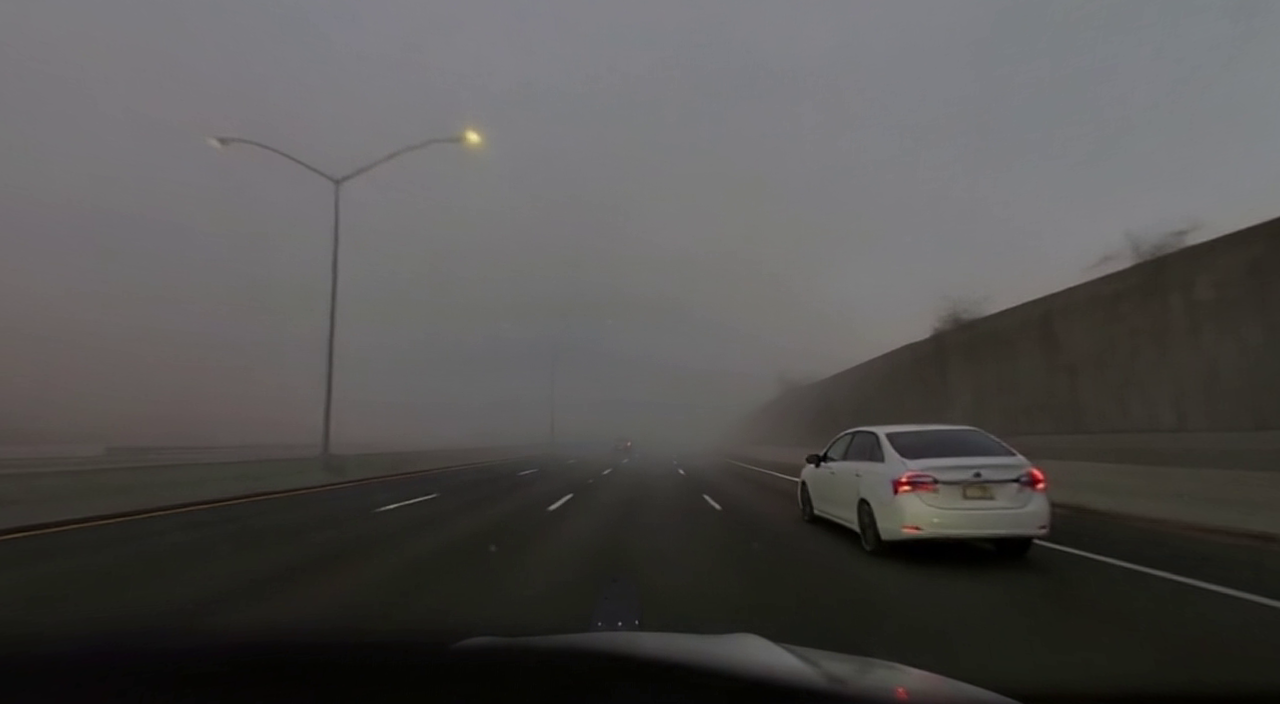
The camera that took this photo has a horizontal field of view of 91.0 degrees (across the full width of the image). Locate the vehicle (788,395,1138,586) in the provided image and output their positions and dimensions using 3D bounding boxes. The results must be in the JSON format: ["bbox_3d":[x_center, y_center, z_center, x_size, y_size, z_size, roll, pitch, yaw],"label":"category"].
[{"bbox_3d":[3.451,1.566,7.919,2.090,1.715,4.228,0,-8,-1],"label":"vehicle"}]
